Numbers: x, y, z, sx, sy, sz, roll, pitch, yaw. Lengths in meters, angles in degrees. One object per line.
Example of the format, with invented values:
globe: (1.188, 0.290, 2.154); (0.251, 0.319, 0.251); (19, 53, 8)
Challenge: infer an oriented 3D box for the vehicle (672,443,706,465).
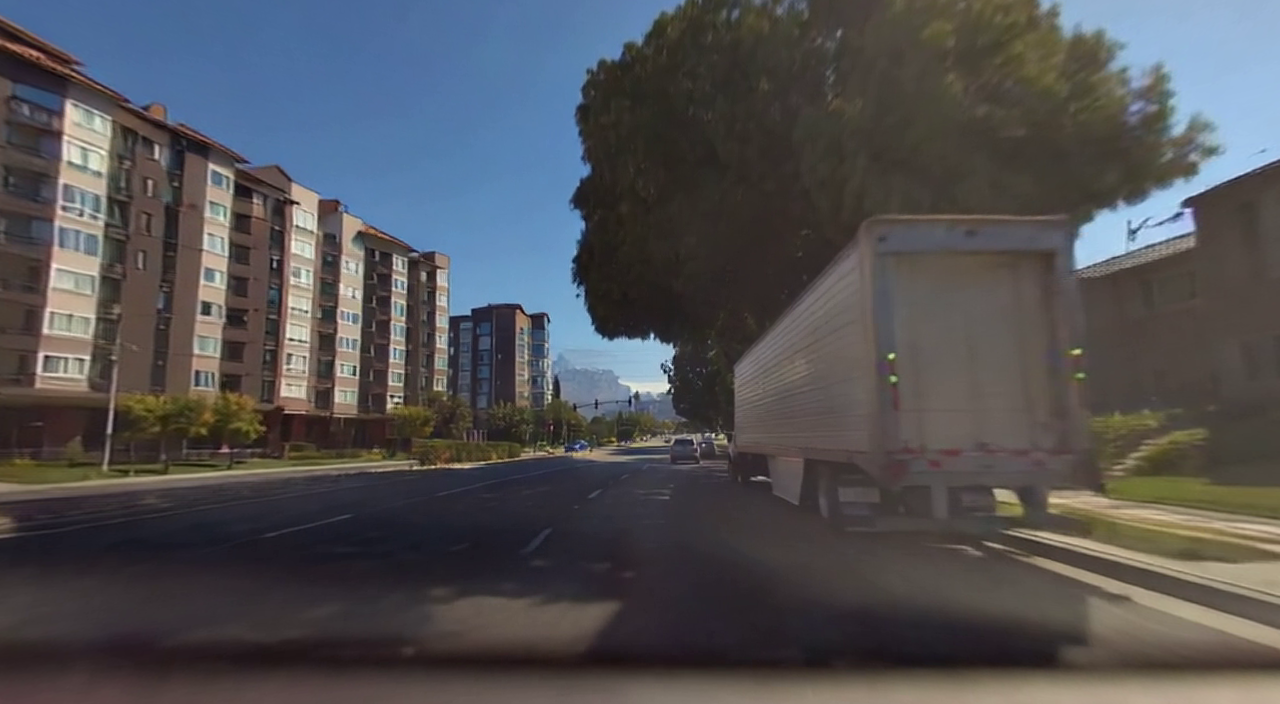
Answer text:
vehicle: (3.253, 6.644, 41.262); (1.871, 1.370, 4.206); (-1, -8, 9)

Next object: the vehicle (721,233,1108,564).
vehicle: (4.085, 1.407, 14.236); (3.157, 3.982, 13.307); (0, -8, 2)
